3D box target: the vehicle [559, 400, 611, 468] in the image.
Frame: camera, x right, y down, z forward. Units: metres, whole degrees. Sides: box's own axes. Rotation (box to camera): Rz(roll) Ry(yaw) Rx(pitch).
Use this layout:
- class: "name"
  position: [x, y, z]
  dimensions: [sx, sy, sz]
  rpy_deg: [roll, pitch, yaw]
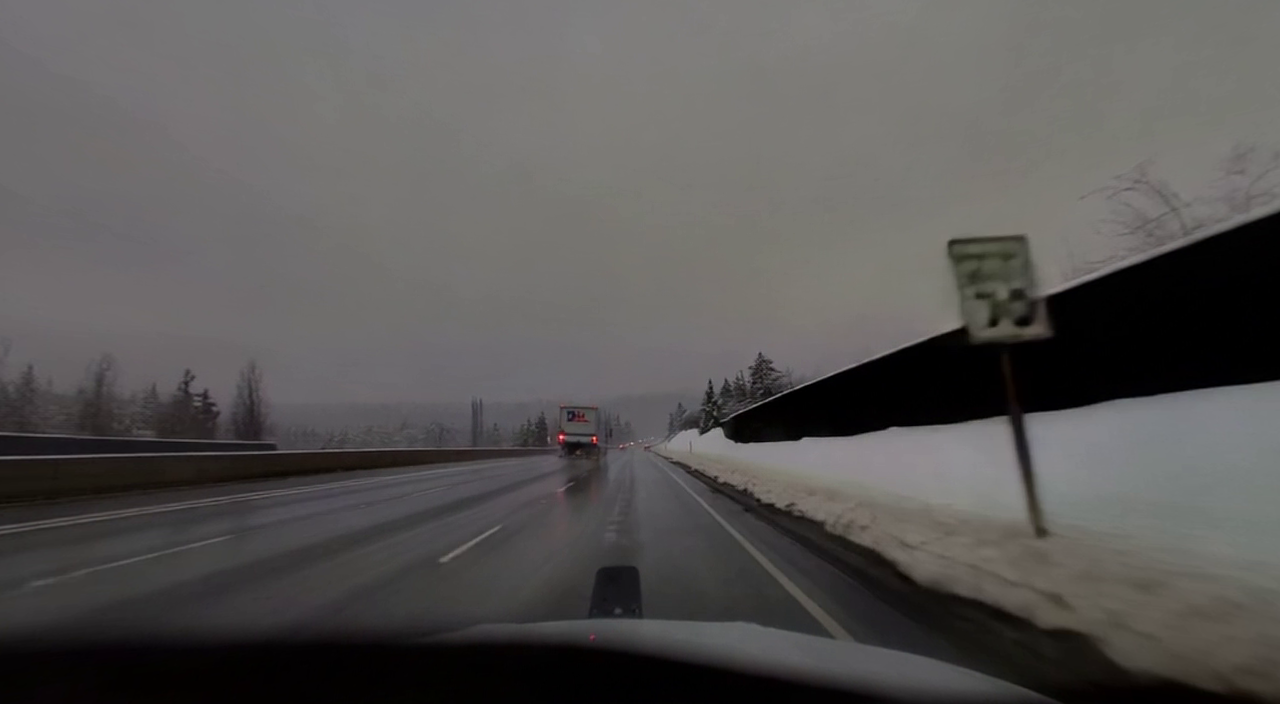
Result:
- class: "vehicle"
  position: [-3.633, 5.720, 43.680]
  dimensions: [2.796, 4.184, 8.554]
  rpy_deg: [0, -8, 0]
